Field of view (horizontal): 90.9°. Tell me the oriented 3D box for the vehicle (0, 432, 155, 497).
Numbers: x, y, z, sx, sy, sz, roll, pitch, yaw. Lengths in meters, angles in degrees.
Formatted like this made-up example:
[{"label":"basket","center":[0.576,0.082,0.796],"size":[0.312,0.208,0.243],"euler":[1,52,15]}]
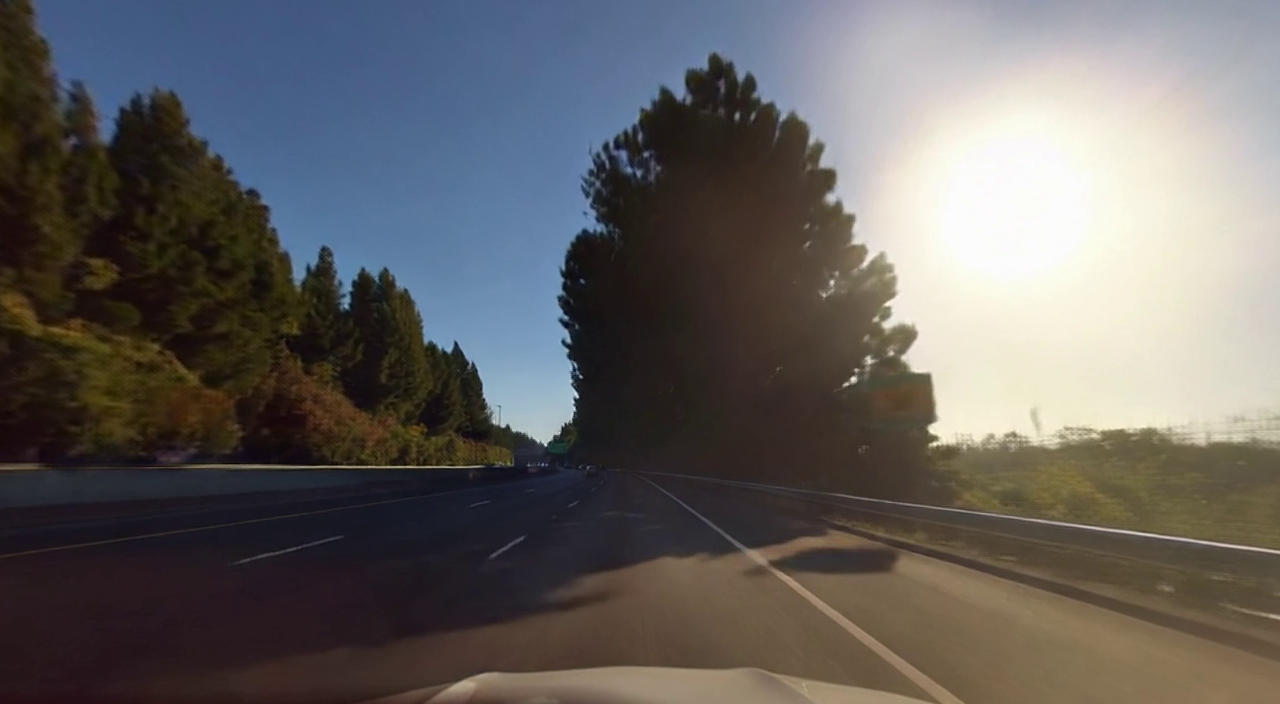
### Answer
[{"label":"vehicle","center":[-16.527,3.219,18.068],"size":[1.970,1.612,3.987],"euler":[1,-10,0]}]
